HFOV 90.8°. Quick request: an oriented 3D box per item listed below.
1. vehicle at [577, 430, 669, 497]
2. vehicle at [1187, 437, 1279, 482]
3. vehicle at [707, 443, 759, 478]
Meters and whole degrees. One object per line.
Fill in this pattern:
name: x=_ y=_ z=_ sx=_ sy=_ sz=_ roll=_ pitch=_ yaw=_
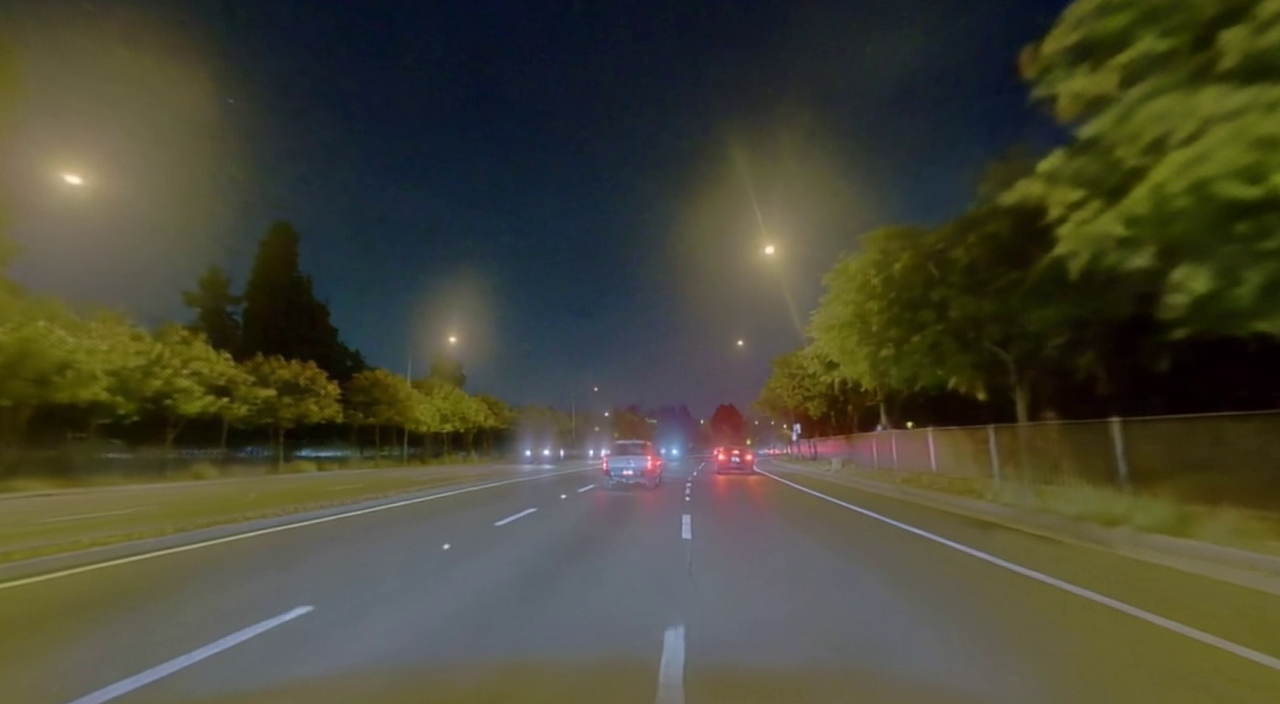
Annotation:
vehicle: x=-0.340 y=3.206 z=18.496 sx=2.105 sy=1.676 sz=4.541 roll=-1 pitch=-9 yaw=6
vehicle: x=21.415 y=3.810 z=22.701 sx=4.404 sy=1.469 sz=1.947 roll=7 pitch=-11 yaw=-42
vehicle: x=4.112 y=4.850 z=28.486 sx=2.147 sy=1.474 sz=4.083 roll=-1 pitch=-9 yaw=6
